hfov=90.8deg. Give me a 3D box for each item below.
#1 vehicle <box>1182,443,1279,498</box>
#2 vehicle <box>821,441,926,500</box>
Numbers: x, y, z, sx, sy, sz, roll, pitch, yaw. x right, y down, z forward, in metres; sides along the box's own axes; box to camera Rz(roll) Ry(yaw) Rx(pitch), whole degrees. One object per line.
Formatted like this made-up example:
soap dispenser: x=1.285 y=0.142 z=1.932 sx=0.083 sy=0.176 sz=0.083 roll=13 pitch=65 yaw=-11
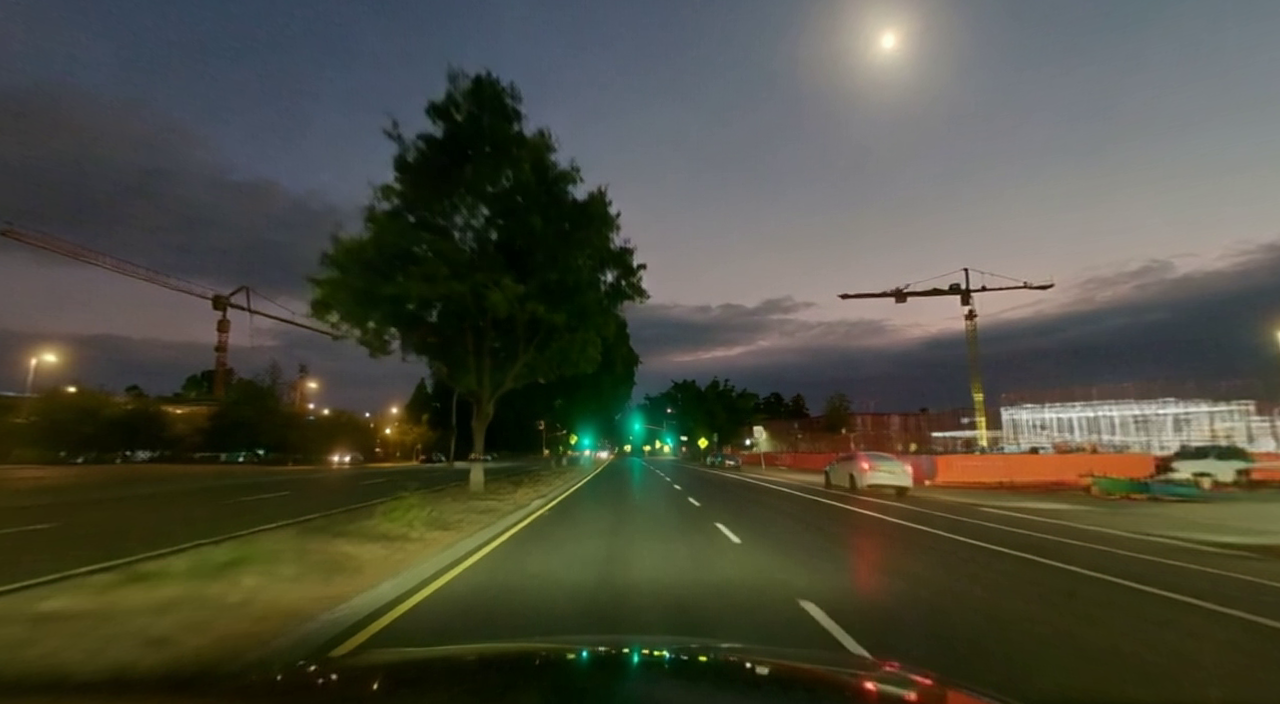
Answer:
vehicle: x=21.051 y=3.926 z=21.191 sx=1.965 sy=1.690 sz=4.077 roll=0 pitch=-9 yaw=-1
vehicle: x=8.153 y=4.125 z=22.476 sx=2.080 sy=1.706 sz=4.392 roll=5 pitch=-9 yaw=1
